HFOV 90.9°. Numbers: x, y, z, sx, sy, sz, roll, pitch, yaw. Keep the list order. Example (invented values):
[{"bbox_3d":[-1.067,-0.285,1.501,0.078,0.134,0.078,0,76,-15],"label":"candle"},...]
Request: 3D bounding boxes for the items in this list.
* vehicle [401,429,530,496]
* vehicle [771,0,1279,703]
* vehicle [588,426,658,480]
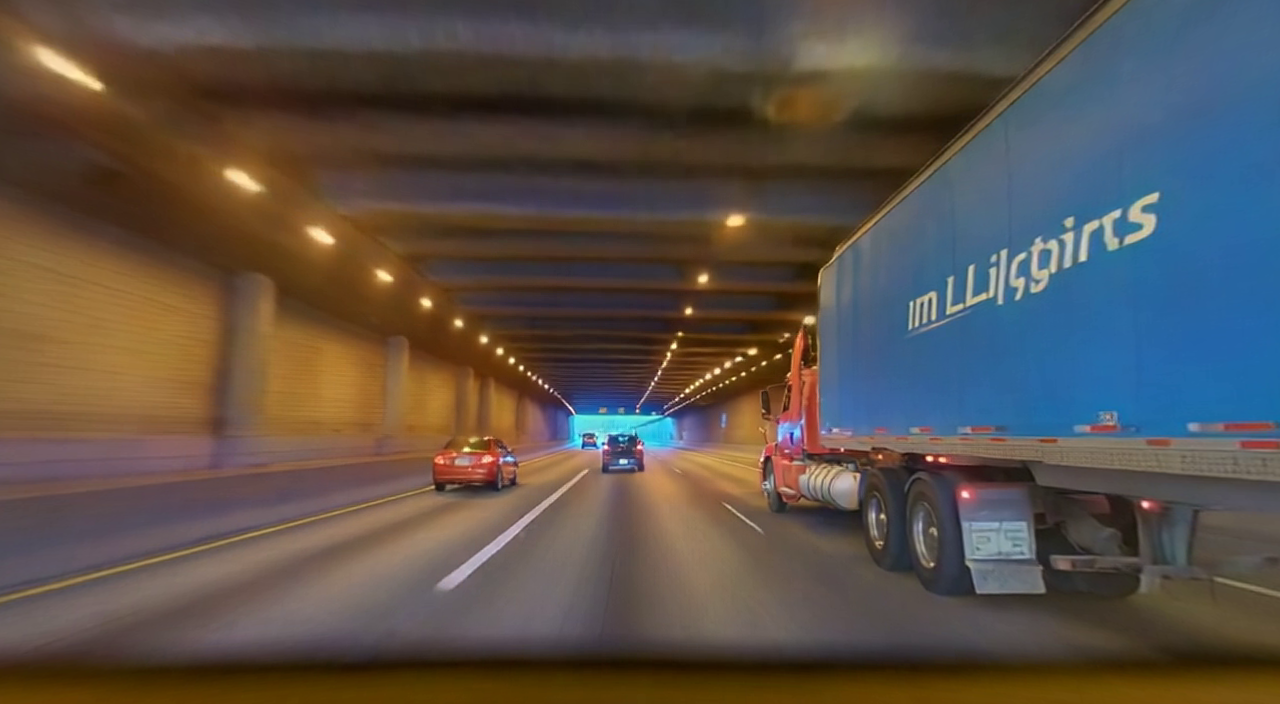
[{"bbox_3d":[-4.196,2.713,15.960,2.019,1.435,4.317,0,-8,0],"label":"vehicle"},{"bbox_3d":[3.819,-0.137,4.018,2.842,4.108,14.081,0,-8,0],"label":"vehicle"},{"bbox_3d":[-0.521,3.288,20.775,2.094,1.600,3.666,0,-8,-1],"label":"vehicle"}]
